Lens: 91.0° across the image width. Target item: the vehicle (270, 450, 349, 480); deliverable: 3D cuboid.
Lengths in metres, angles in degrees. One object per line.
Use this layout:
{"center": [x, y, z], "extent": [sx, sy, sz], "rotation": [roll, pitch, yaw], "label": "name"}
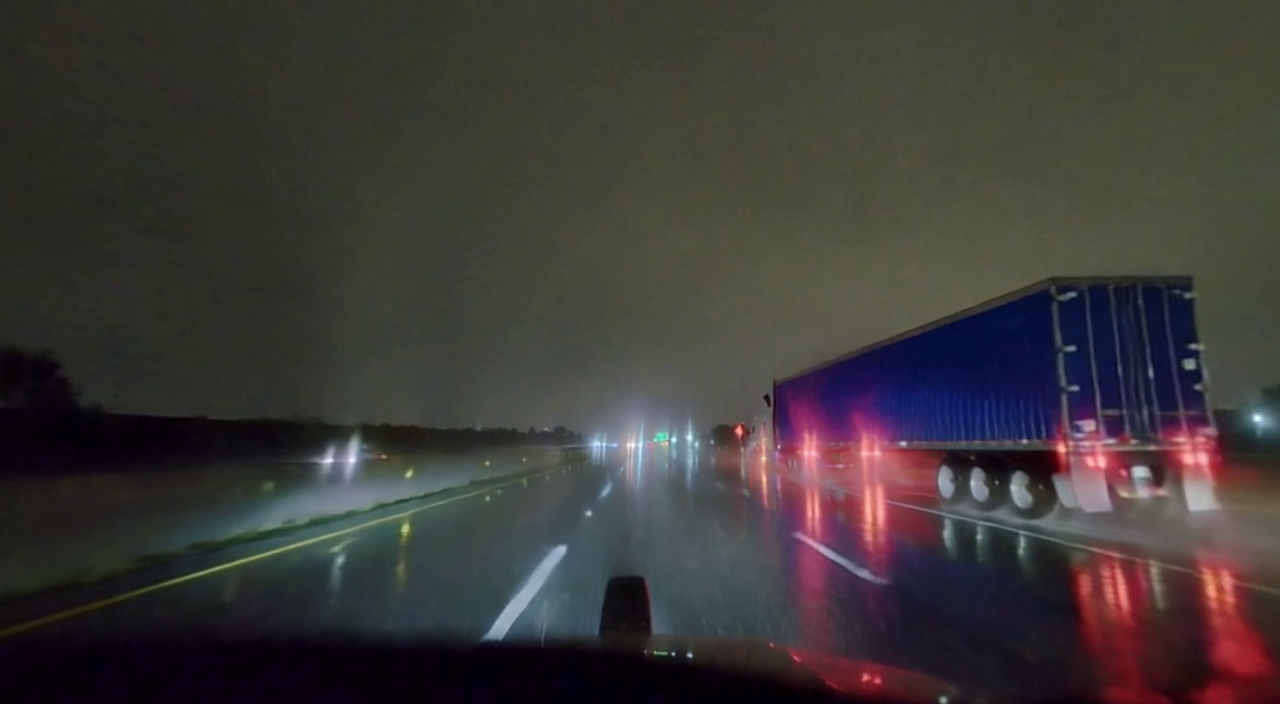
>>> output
{"center": [-18.387, 6.304, 35.301], "extent": [1.874, 1.508, 4.589], "rotation": [0, -8, 1], "label": "vehicle"}
